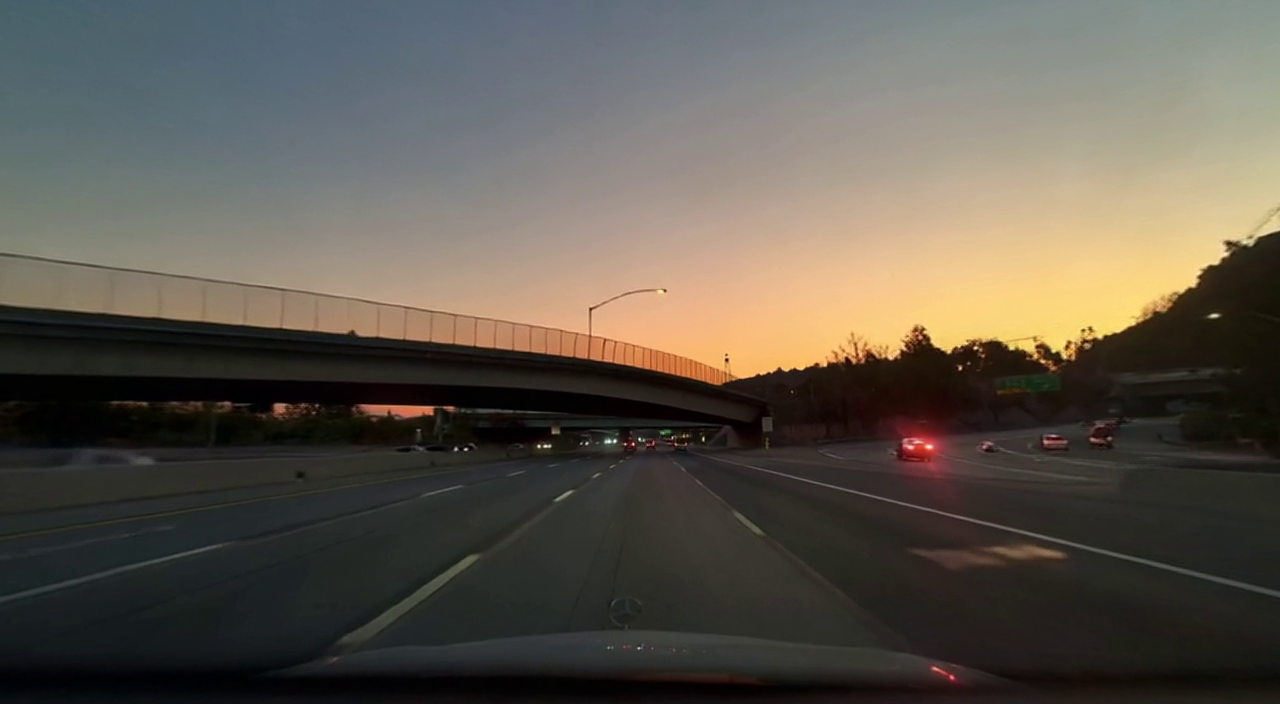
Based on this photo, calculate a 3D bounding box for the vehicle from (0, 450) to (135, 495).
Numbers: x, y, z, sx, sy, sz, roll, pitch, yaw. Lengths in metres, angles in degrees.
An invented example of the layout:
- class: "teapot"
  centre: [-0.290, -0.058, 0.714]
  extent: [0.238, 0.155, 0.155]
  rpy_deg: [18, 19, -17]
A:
- class: "vehicle"
  centre: [-21.788, 4.420, 23.563]
  extent: [2.091, 1.477, 4.434]
  rpy_deg: [0, -8, 1]

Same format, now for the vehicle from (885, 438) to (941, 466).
- class: "vehicle"
  centre: [17.588, 6.459, 40.867]
  extent: [2.039, 1.658, 4.457]
  rpy_deg: [-1, -8, 6]
